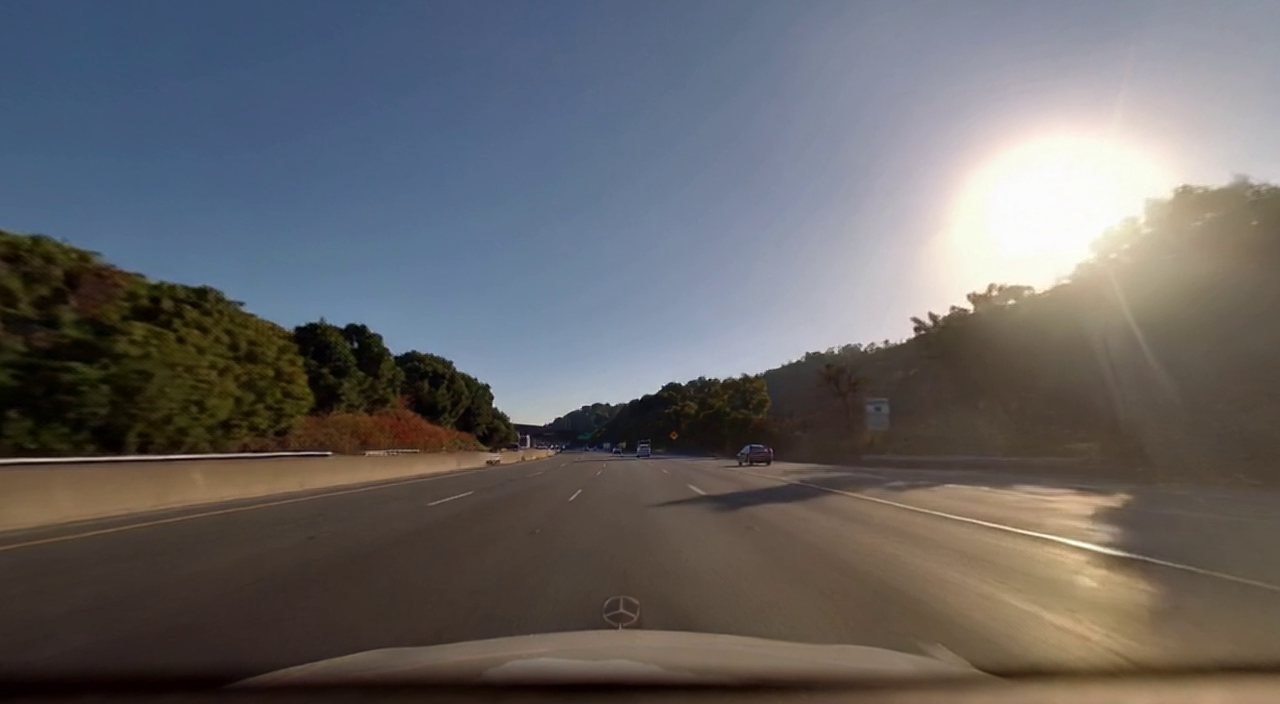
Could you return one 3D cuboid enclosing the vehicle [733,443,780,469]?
[{"bbox_3d":[6.978,6.274,38.142,1.942,1.462,3.926,0,-8,-3],"label":"vehicle"}]
